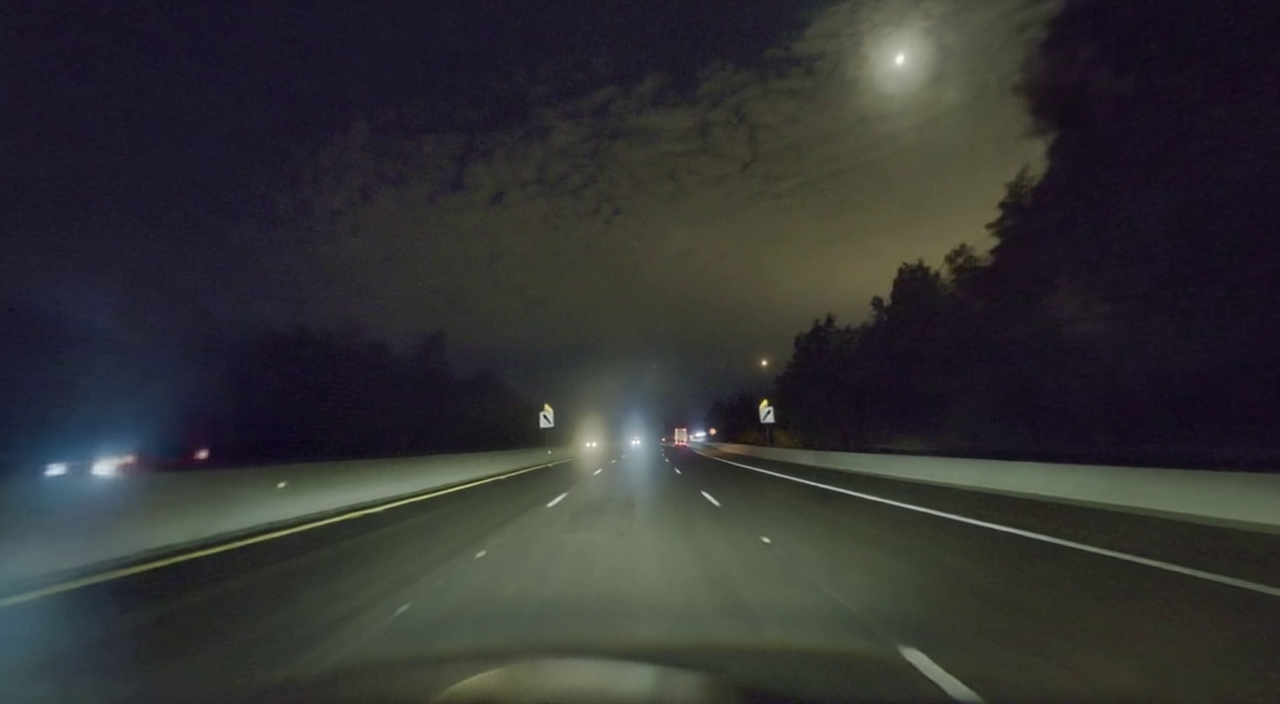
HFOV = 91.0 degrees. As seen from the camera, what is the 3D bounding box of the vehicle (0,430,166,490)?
[{"bbox_3d":[-20.853,3.988,23.685,2.075,1.944,4.938,-1,-8,1],"label":"vehicle"}]
